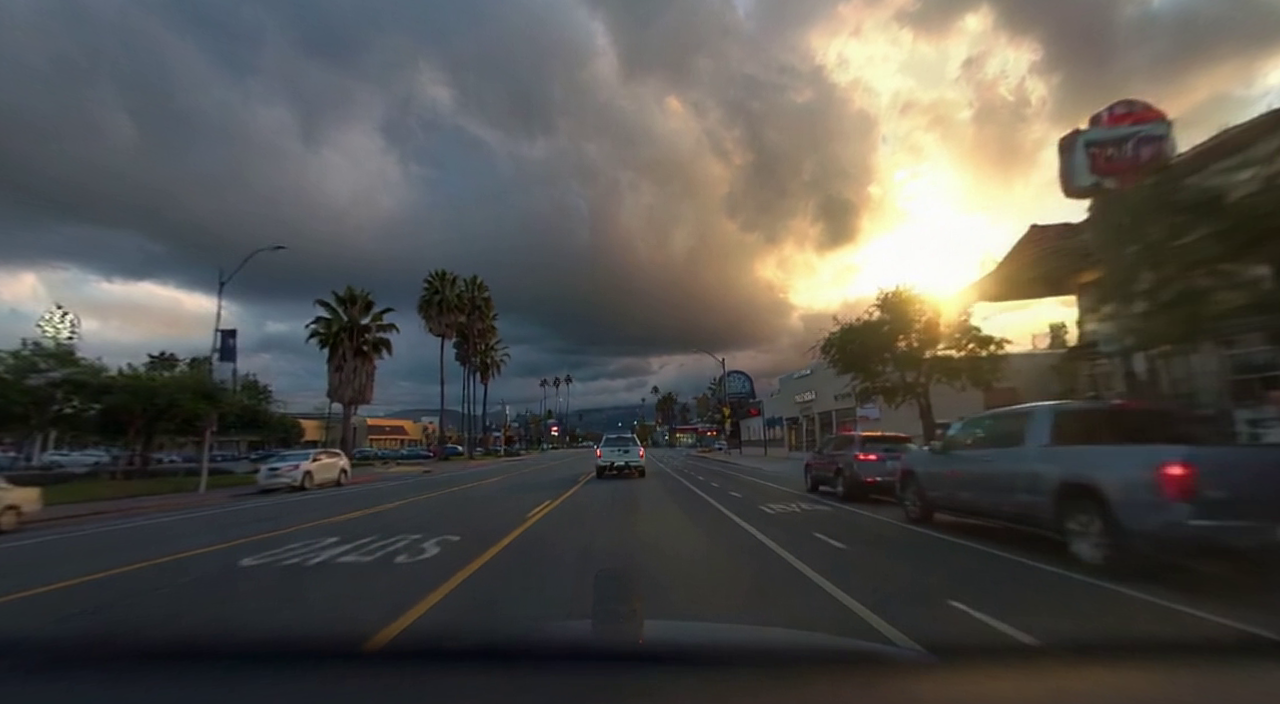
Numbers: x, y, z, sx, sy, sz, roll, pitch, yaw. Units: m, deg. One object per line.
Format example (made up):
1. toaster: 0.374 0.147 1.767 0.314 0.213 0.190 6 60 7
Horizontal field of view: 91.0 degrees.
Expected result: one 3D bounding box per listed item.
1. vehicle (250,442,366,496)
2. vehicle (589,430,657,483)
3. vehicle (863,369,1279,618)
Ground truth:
1. vehicle: -13.543 4.759 26.117 2.296 1.847 4.856 -4 -8 -1
2. vehicle: -0.581 3.776 23.039 2.239 1.763 4.096 0 -8 -1
3. vehicle: 5.450 1.599 8.236 2.568 1.974 6.203 2 -8 -2
